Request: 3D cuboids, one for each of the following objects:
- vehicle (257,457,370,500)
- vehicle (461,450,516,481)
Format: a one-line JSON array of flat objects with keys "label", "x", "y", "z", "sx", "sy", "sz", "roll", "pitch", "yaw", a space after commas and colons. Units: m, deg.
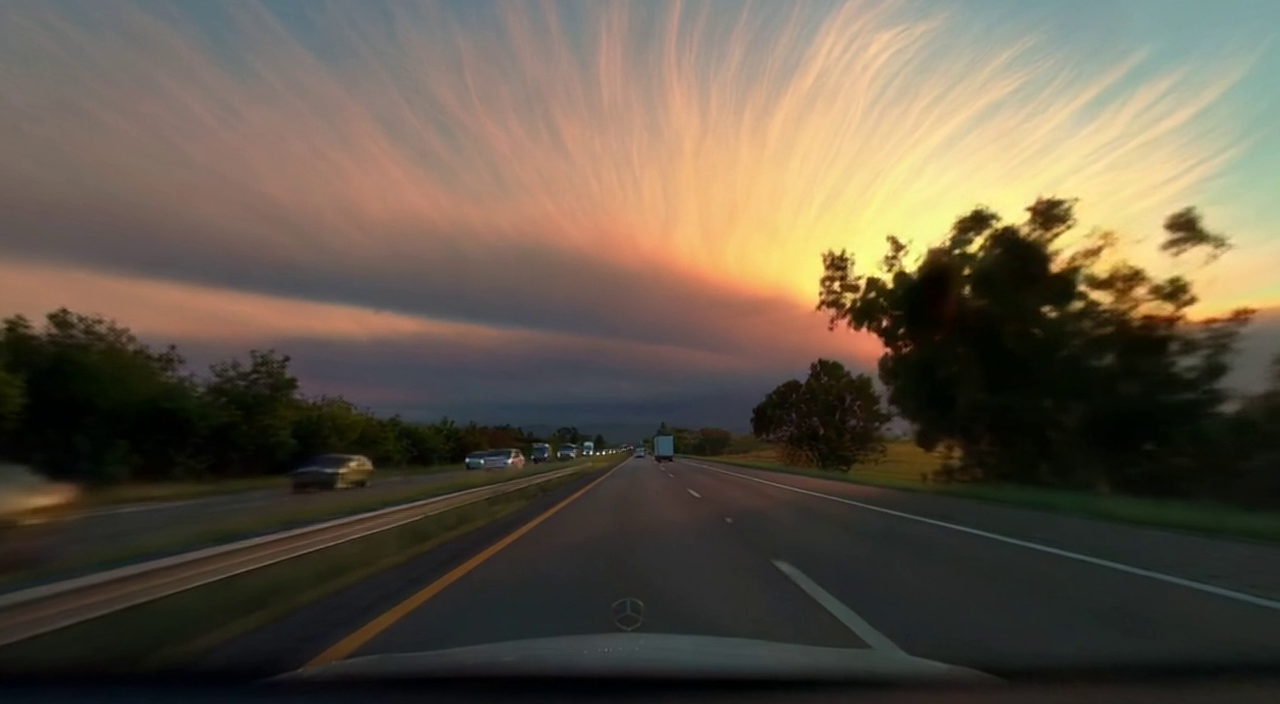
[{"label": "vehicle", "x": -12.326, "y": 4.773, "z": 24.166, "sx": 1.887, "sy": 1.439, "sz": 4.504, "roll": 0, "pitch": -9, "yaw": 0}, {"label": "vehicle", "x": -8.489, "y": 6.374, "z": 35.609, "sx": 2.059, "sy": 1.613, "sz": 4.027, "roll": 0, "pitch": -9, "yaw": 0}]
